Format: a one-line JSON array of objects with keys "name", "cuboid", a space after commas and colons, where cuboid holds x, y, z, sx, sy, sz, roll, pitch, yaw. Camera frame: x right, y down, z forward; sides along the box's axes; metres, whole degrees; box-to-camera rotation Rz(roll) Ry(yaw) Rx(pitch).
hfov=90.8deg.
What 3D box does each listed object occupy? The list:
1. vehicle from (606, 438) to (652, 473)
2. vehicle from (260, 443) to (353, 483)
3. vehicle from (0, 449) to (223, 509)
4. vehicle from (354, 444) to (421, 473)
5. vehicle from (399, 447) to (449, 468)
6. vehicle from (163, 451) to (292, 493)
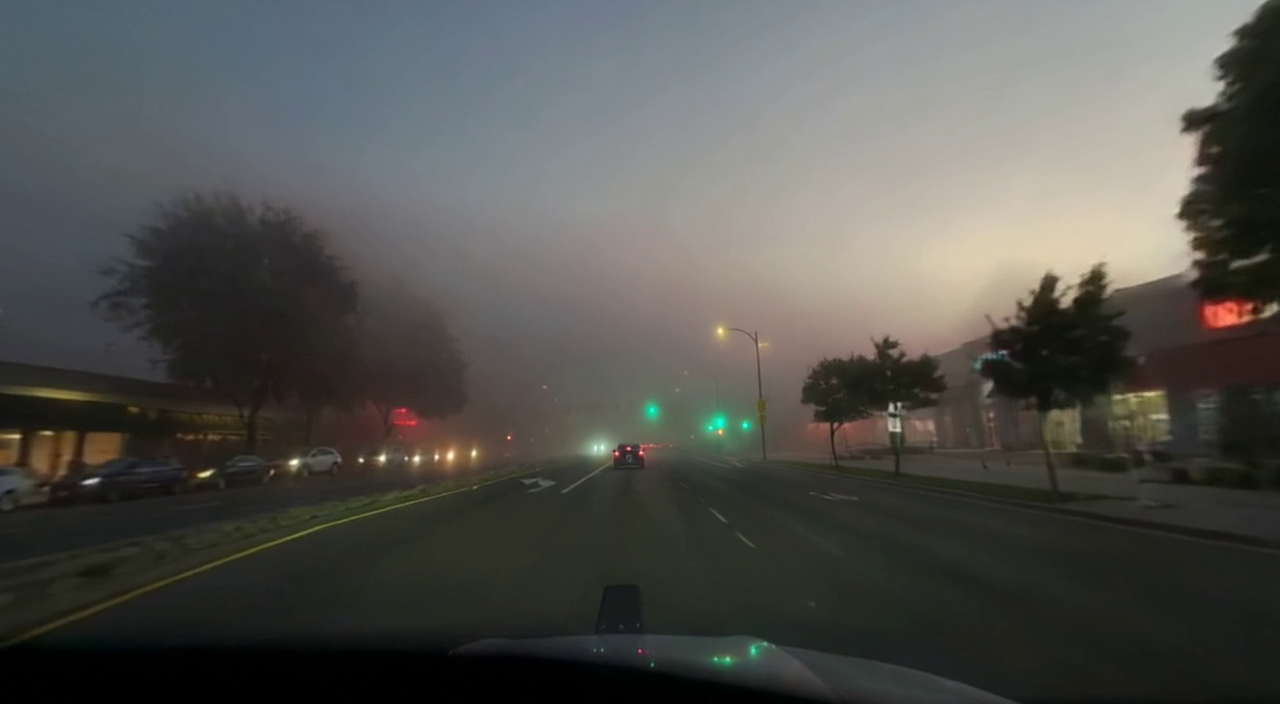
[{"name": "vehicle", "cuboid": [-0.500, 4.864, 29.758, 2.045, 1.510, 3.690, 0, -9, 0]}, {"name": "vehicle", "cuboid": [-15.707, 5.248, 30.030, 1.981, 1.755, 4.113, -1, -10, 3]}, {"name": "vehicle", "cuboid": [-15.557, 3.706, 19.046, 2.098, 1.524, 5.102, -1, -9, 6]}, {"name": "vehicle", "cuboid": [-15.756, 6.638, 39.726, 2.130, 1.692, 4.734, -1, -9, 2]}, {"name": "vehicle", "cuboid": [-15.816, 7.733, 46.457, 1.931, 1.455, 5.023, 0, -9, 0]}, {"name": "vehicle", "cuboid": [-15.571, 4.508, 24.216, 1.980, 1.427, 4.449, 0, -9, -1]}]
